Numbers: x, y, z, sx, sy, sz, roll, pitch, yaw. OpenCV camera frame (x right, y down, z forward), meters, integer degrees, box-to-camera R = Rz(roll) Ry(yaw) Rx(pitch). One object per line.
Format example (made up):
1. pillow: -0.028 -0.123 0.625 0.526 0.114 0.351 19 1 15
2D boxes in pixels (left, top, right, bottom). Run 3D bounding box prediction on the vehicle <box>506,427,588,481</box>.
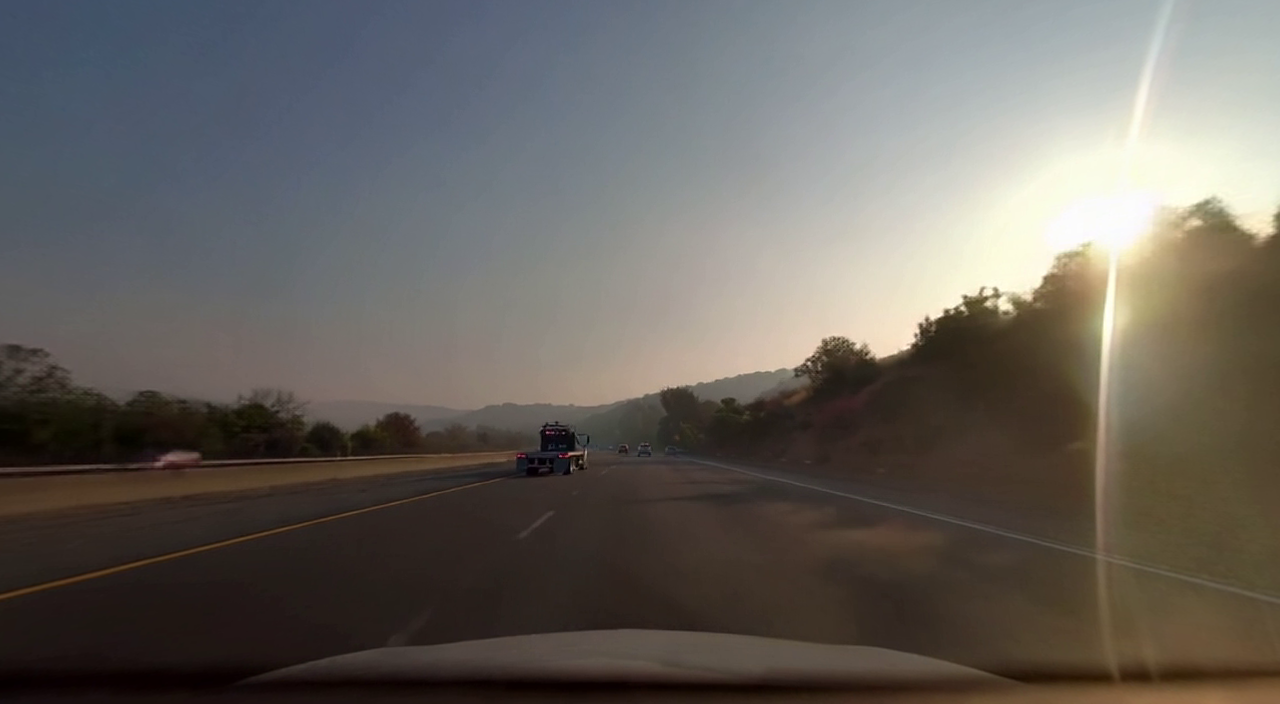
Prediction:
1. vehicle: -3.560 4.047 25.288 2.379 1.918 5.504 0 -8 1
